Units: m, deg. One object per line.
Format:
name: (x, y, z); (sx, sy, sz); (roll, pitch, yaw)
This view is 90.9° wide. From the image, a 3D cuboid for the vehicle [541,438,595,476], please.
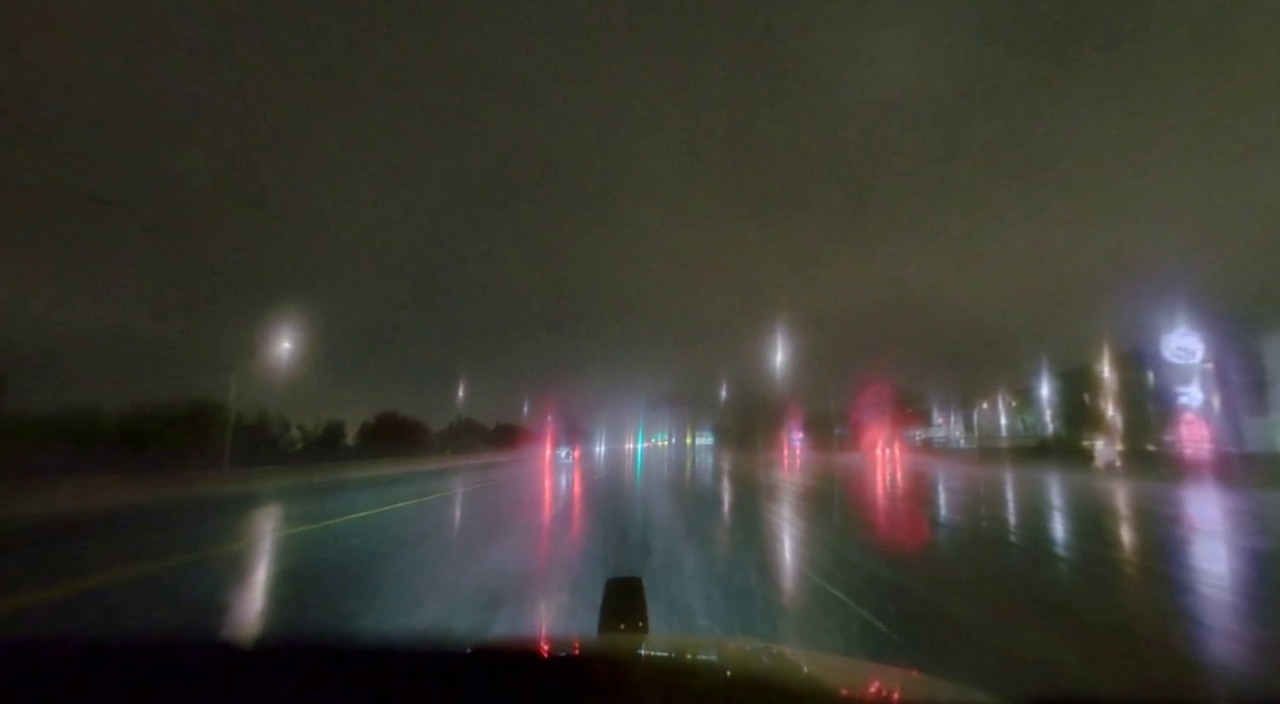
vehicle: (-3.451, 5.140, 31.141); (2.072, 1.706, 4.359); (0, -8, 1)
